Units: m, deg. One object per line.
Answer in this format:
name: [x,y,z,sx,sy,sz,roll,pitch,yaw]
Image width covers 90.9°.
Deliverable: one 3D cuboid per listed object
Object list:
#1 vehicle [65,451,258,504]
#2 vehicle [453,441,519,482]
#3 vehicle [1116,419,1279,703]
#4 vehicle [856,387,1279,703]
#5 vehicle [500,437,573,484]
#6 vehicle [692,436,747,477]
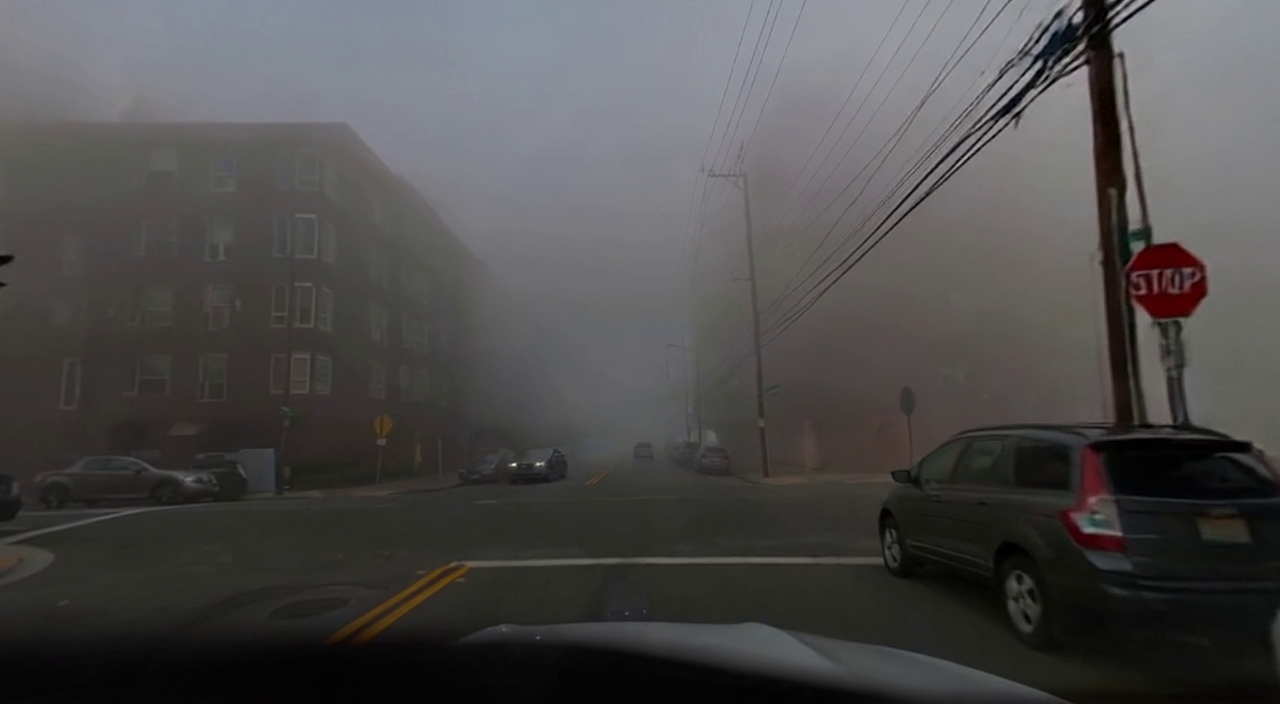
vehicle: [-17.254,4.522,22.940,5.354,1.773,1.991,0,-9,0]
vehicle: [-7.620,5.450,31.630,2.140,1.874,4.475,0,-9,0]
vehicle: [3.373,0.769,0.797,1.888,1.495,4.567,0,-9,-1]
vehicle: [3.555,1.345,5.328,1.994,1.697,4.274,0,-9,1]
vehicle: [-4.295,4.574,26.893,2.201,1.801,4.750,0,-9,1]
vehicle: [3.811,5.138,31.148,2.164,1.721,4.416,-4,-9,1]
